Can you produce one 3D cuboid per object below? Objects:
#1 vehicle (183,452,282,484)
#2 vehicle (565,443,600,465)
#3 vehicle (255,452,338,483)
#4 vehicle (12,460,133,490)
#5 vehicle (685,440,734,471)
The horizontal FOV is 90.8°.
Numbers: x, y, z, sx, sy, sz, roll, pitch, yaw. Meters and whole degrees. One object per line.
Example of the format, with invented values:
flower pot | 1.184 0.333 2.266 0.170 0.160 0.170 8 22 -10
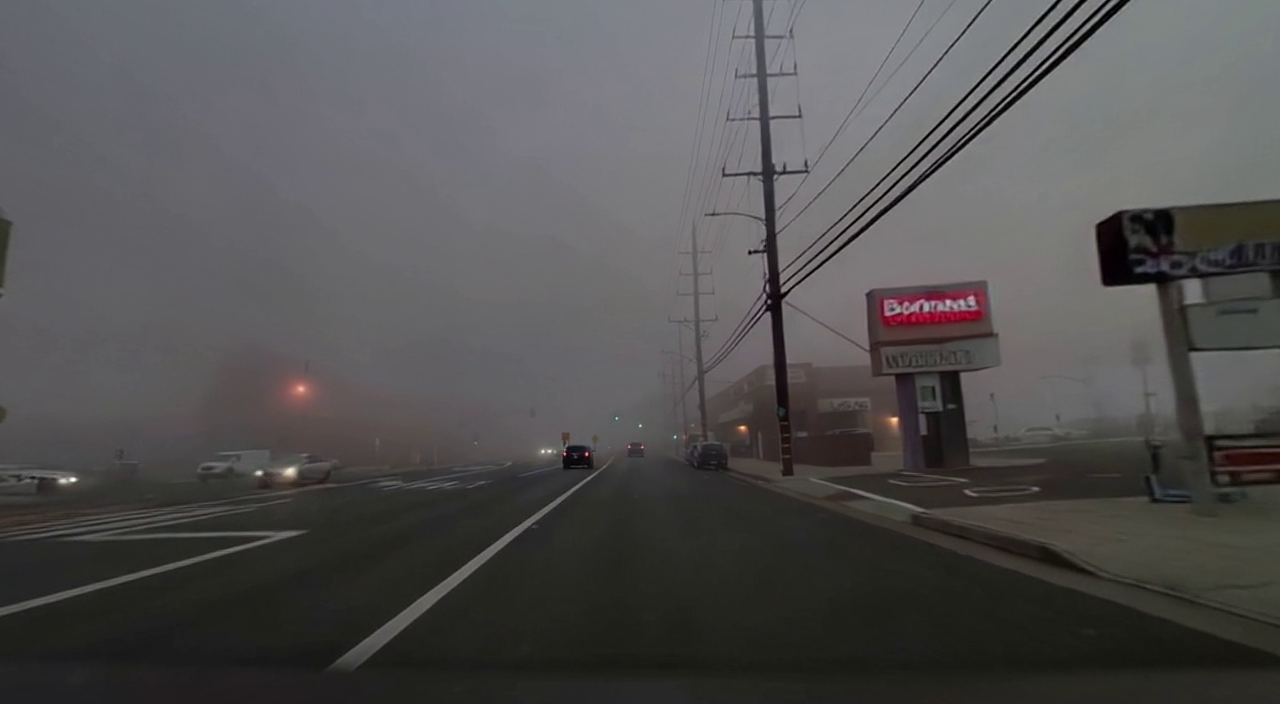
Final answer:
vehicle | -25.832 7.321 40.204 2.239 1.802 4.652 -5 -10 28
vehicle | -4.249 7.612 47.197 2.179 1.490 4.742 0 -9 0
vehicle | -18.418 6.188 34.159 1.990 1.500 4.467 0 -9 0
vehicle | -31.133 6.733 34.746 4.720 1.556 2.070 -1 -9 3
vehicle | 3.567 5.434 33.295 1.922 1.507 4.824 0 -9 -1
